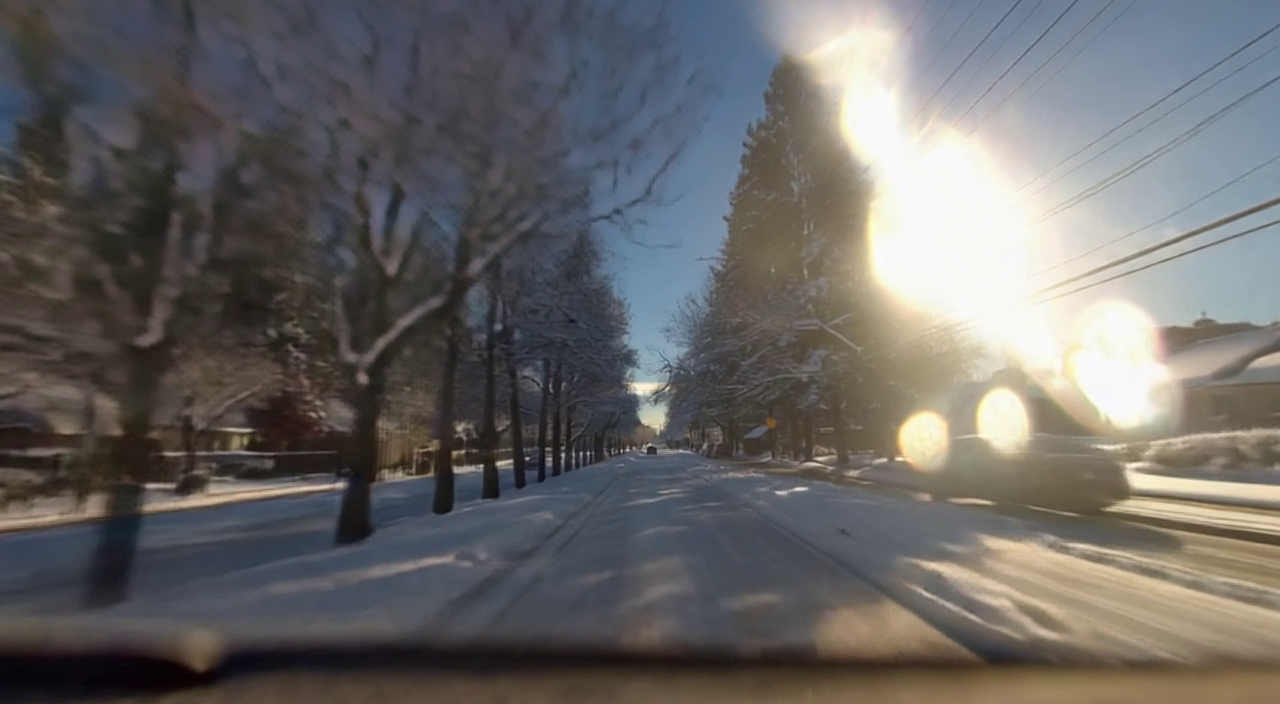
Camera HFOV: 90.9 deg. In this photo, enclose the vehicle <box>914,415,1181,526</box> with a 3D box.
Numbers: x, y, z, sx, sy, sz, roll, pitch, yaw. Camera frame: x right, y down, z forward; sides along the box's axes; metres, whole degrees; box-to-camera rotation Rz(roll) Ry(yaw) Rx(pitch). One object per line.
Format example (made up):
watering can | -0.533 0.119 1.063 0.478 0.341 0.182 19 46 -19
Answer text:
vehicle | 7.723 2.295 12.740 2.200 1.783 4.682 -1 -8 -1
